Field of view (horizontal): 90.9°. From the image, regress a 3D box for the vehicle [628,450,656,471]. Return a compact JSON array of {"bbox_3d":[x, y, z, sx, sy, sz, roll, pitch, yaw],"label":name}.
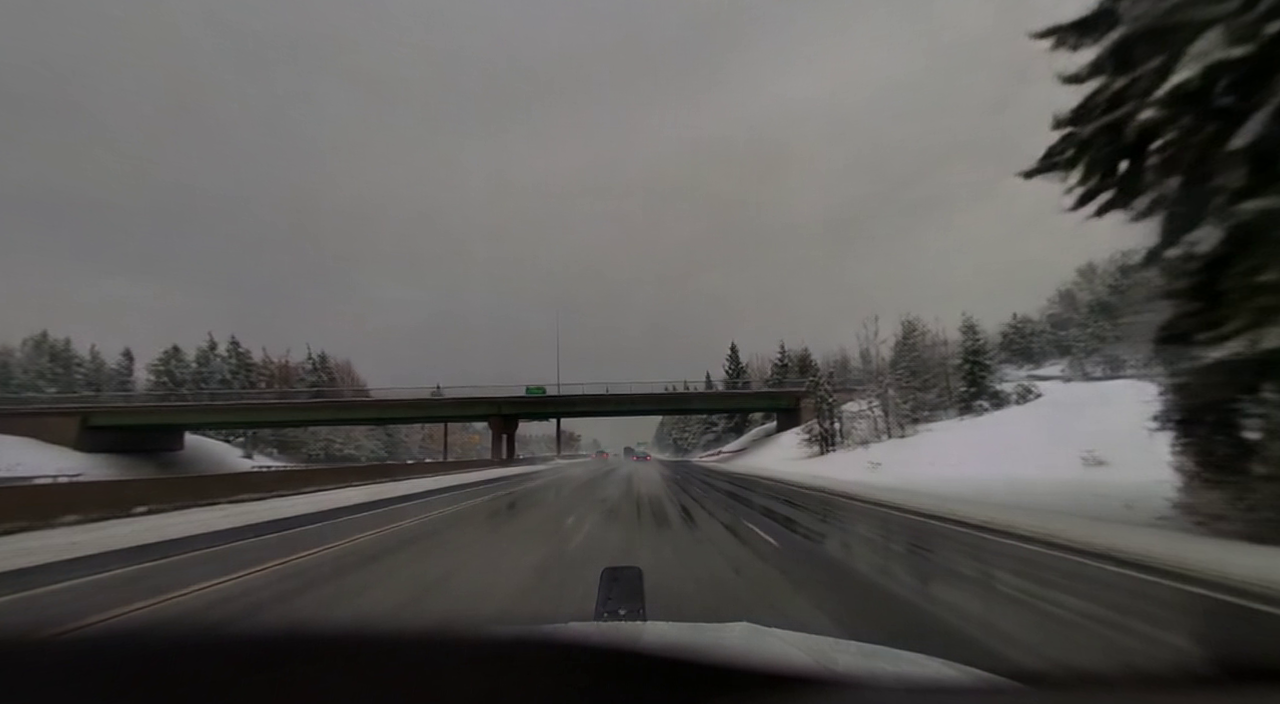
[{"bbox_3d":[0.141,8.449,49.225,2.113,1.537,4.208,0,-9,0],"label":"vehicle"}]
